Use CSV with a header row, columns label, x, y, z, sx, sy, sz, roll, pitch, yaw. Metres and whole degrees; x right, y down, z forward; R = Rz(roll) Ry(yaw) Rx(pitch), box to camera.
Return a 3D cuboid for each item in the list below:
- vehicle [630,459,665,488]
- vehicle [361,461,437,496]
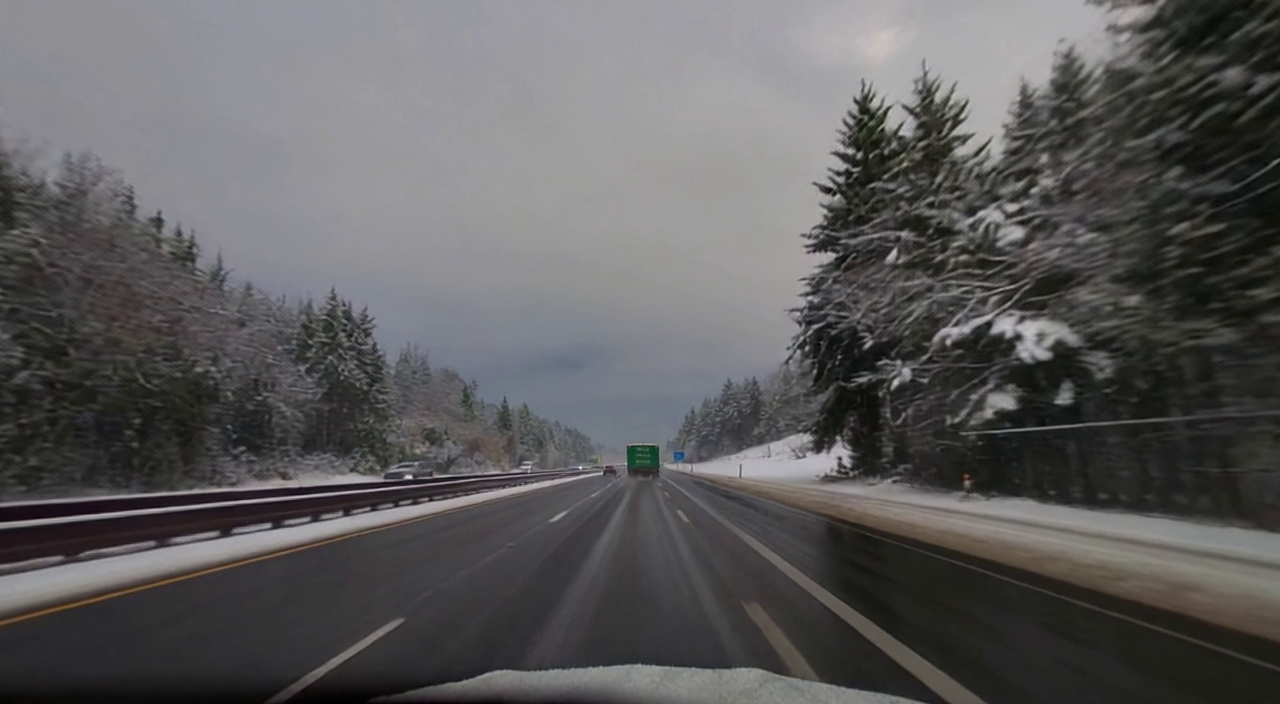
label,x,y,z,sx,sy,sz,roll,pitch,yaw
vehicle,0.439,7.691,39.872,2.048,1.663,4.377,1,-10,0
vehicle,-11.257,5.951,29.741,1.894,1.469,3.976,1,-10,1
